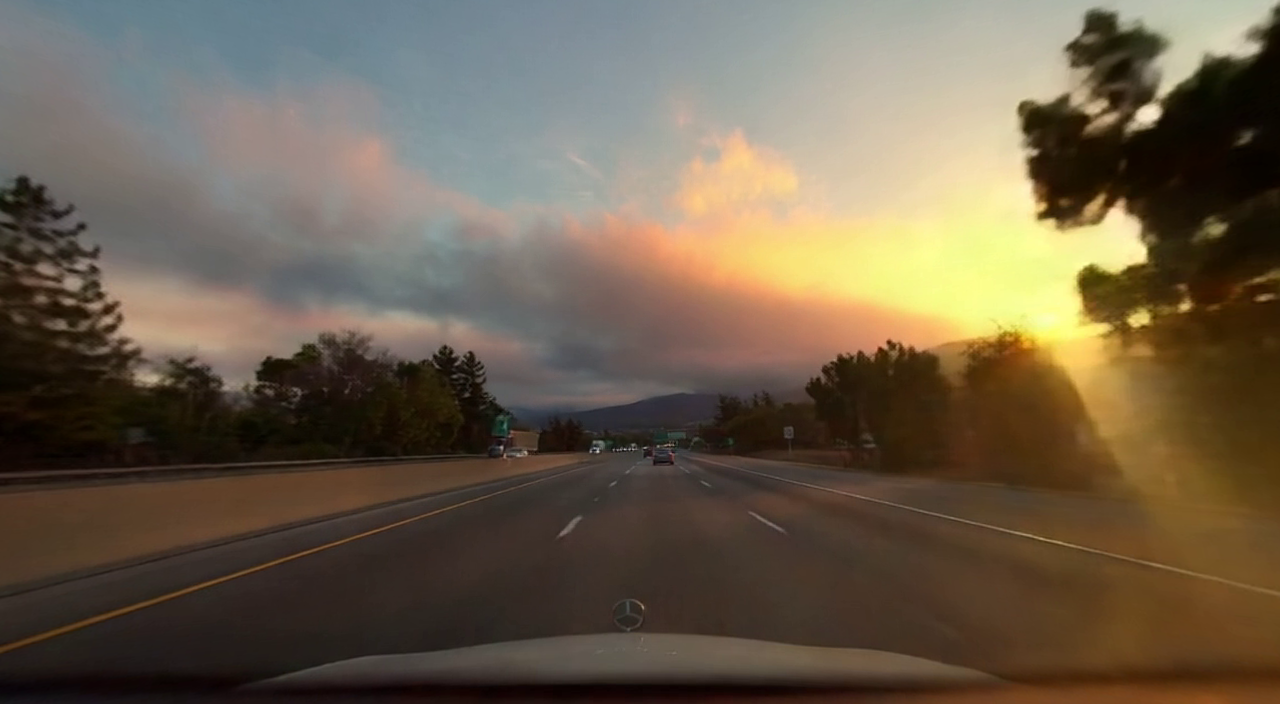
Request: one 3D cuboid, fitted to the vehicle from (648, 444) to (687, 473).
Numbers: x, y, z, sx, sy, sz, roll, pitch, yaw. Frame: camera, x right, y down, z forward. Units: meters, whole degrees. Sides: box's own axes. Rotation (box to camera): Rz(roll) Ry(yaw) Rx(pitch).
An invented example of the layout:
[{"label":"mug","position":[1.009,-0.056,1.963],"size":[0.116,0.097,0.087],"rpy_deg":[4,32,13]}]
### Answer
[{"label":"vehicle","position":[1.638,6.583,39.028],"size":[2.231,1.652,4.503],"rpy_deg":[0,-9,1]}]
